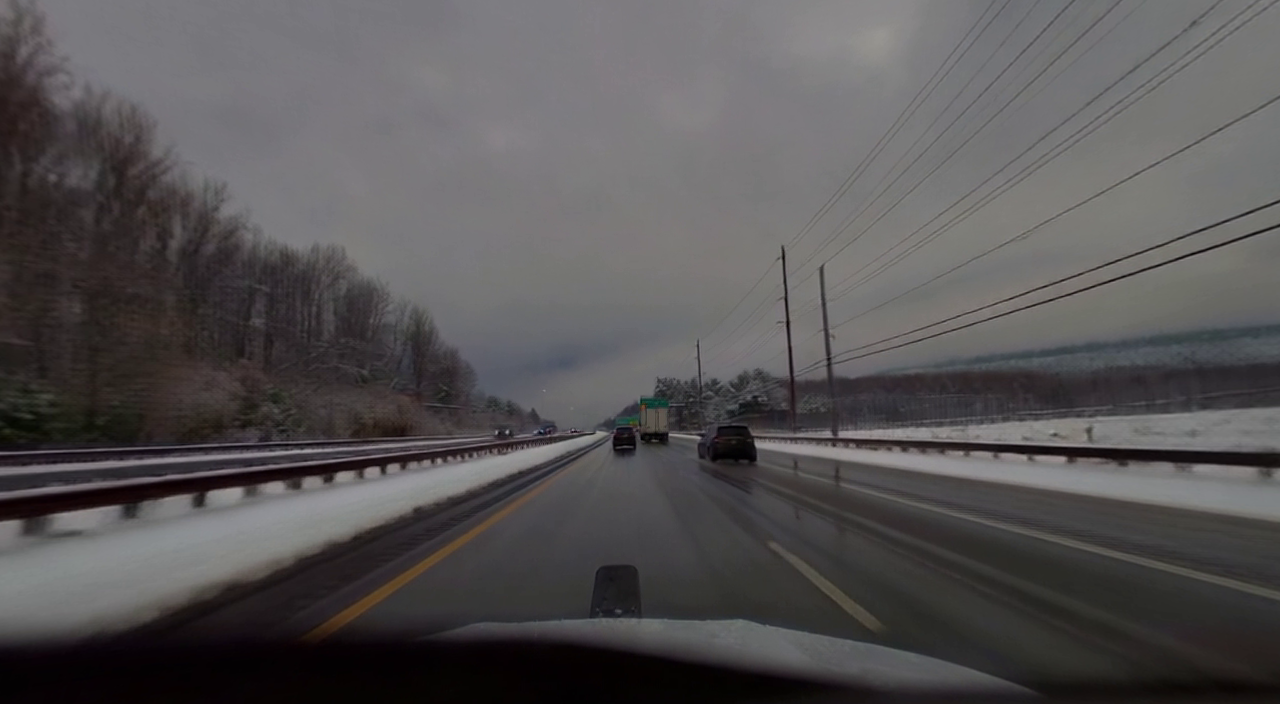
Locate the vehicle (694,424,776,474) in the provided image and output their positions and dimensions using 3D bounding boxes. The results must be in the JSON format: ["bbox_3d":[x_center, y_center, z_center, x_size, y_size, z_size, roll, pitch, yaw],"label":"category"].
[{"bbox_3d":[3.156,3.318,21.754,2.062,1.581,3.914,0,-8,-2],"label":"vehicle"}]

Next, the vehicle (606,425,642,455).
[{"bbox_3d":[-0.921,5.146,36.858,2.019,1.642,3.790,0,-8,-1],"label":"vehicle"}]
